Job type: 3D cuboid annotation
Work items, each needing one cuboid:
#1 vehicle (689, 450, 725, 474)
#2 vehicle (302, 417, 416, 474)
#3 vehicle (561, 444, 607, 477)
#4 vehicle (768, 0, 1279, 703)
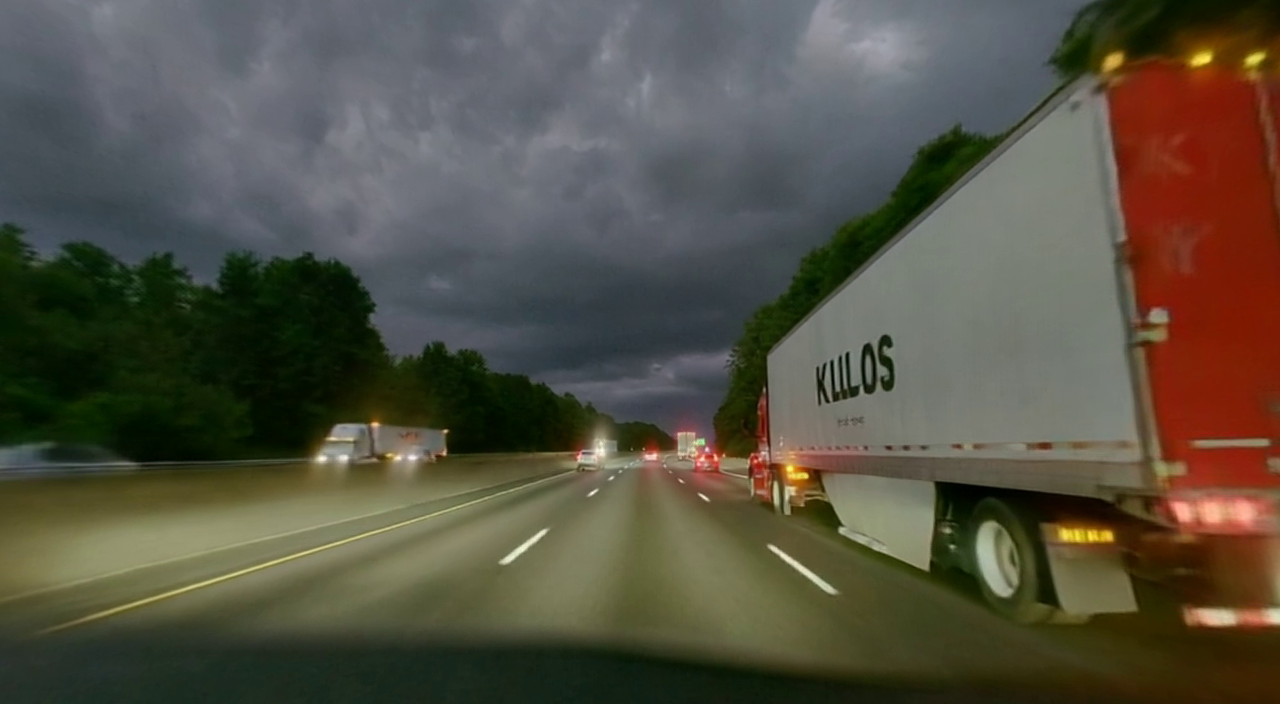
[{"bbox_3d":[4.796,7.904,45.349,2.176,1.598,3.878,0,-9,0],"label":"vehicle"},{"bbox_3d":[-19.865,6.846,45.711,2.915,3.605,11.295,0,-9,1],"label":"vehicle"},{"bbox_3d":[-2.981,5.900,34.390,2.017,1.683,4.309,0,-9,1],"label":"vehicle"},{"bbox_3d":[4.358,0.748,8.738,2.914,3.998,11.103,0,-9,1],"label":"vehicle"}]
